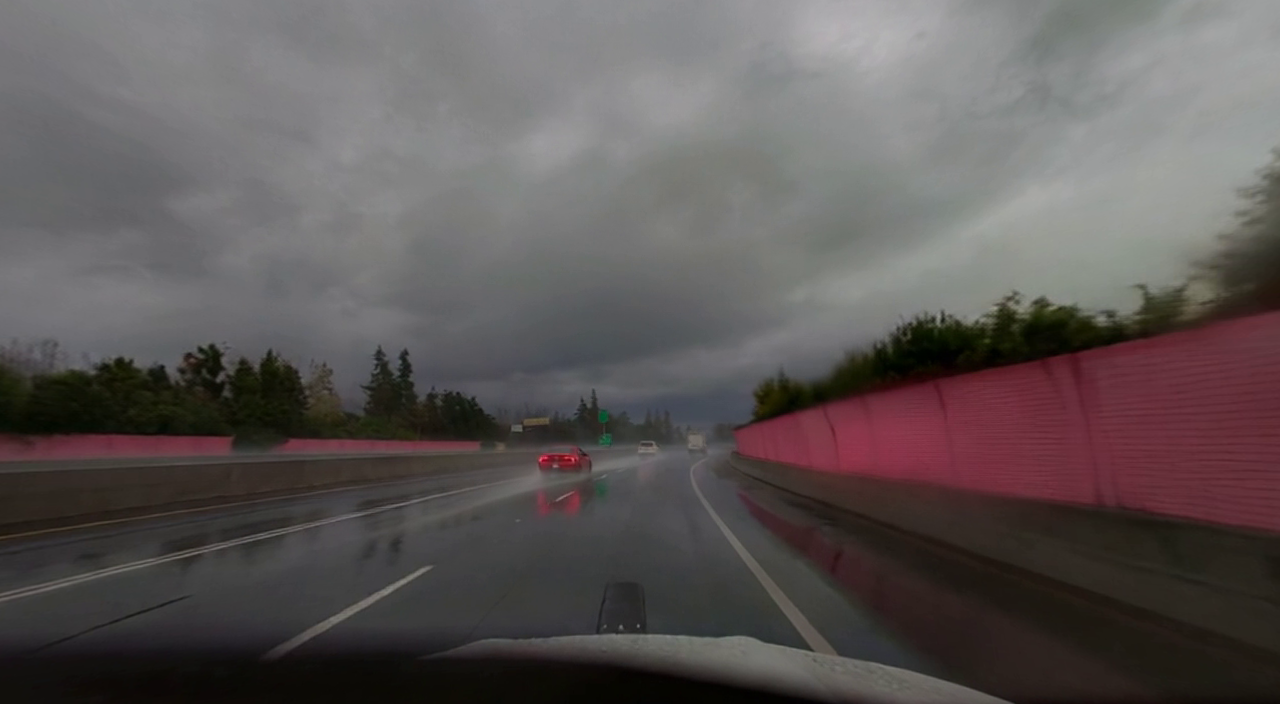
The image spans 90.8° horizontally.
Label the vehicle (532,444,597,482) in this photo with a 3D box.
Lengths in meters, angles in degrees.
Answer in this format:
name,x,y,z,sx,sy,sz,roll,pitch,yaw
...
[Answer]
name,x,y,z,sx,sy,sz,roll,pitch,yaw
vehicle,-2.986,4.499,25.881,1.746,1.405,4.339,-1,-9,5
